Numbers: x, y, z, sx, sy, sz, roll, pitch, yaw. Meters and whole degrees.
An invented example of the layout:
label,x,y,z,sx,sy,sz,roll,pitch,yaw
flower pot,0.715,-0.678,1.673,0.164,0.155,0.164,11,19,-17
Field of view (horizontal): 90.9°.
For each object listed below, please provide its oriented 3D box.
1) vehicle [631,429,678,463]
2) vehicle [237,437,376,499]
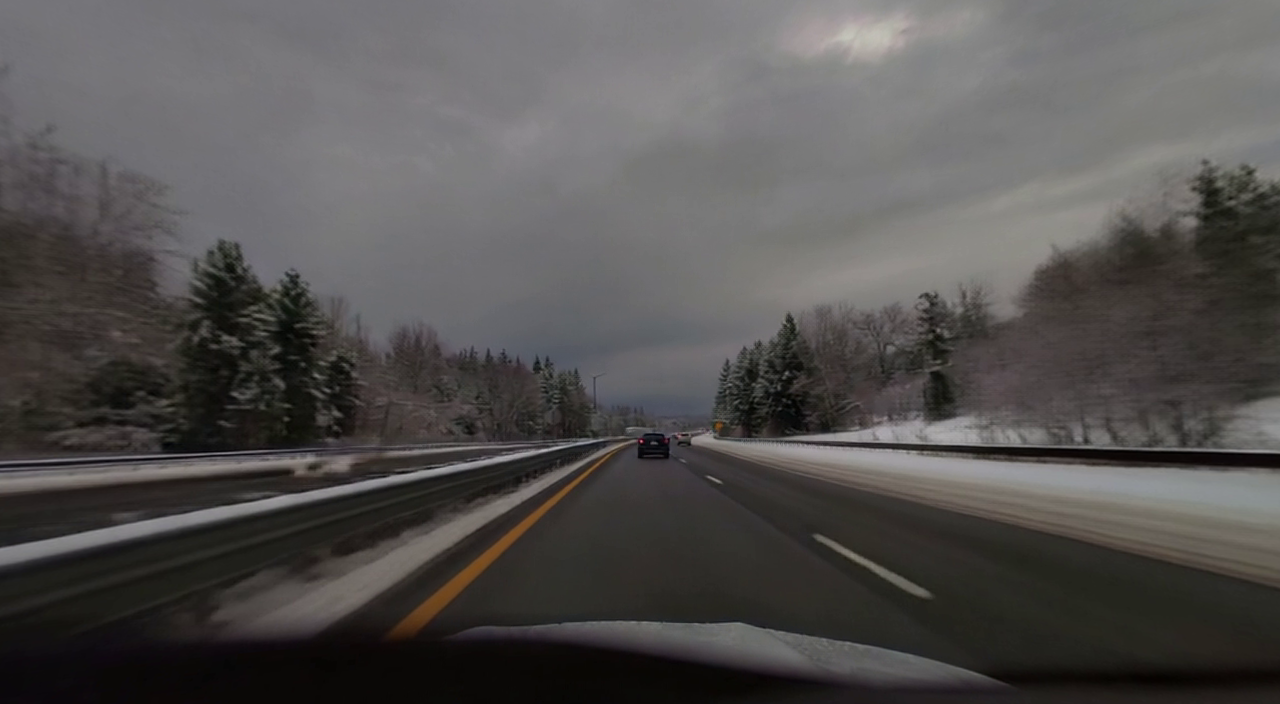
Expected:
label,x,y,z,sx,sy,sz,roll,pitch,yaw
vehicle,0.598,4.433,29.842,2.046,1.526,3.903,0,-8,-1
vehicle,-8.718,3.013,16.823,1.845,1.478,3.431,0,-8,-1
